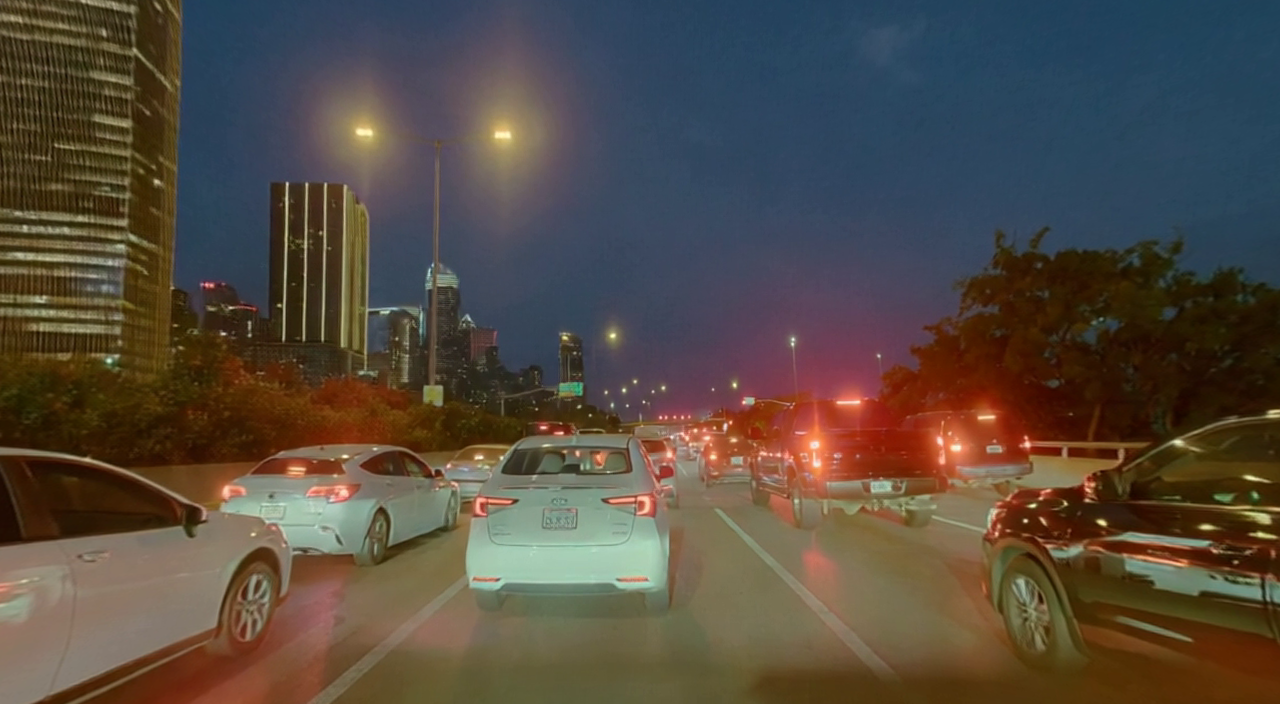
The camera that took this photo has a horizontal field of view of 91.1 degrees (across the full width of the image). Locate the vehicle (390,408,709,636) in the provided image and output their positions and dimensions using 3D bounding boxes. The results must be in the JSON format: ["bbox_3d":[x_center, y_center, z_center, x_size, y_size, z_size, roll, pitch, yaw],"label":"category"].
[{"bbox_3d":[-0.576,1.476,6.478,2.172,1.536,4.250,0,-8,1],"label":"vehicle"}]

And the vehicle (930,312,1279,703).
[{"bbox_3d":[3.165,0.756,2.235,2.024,1.723,4.714,0,-8,0],"label":"vehicle"}]

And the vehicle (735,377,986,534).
[{"bbox_3d":[3.527,1.882,11.776,2.497,2.186,5.890,0,-8,0],"label":"vehicle"}]
